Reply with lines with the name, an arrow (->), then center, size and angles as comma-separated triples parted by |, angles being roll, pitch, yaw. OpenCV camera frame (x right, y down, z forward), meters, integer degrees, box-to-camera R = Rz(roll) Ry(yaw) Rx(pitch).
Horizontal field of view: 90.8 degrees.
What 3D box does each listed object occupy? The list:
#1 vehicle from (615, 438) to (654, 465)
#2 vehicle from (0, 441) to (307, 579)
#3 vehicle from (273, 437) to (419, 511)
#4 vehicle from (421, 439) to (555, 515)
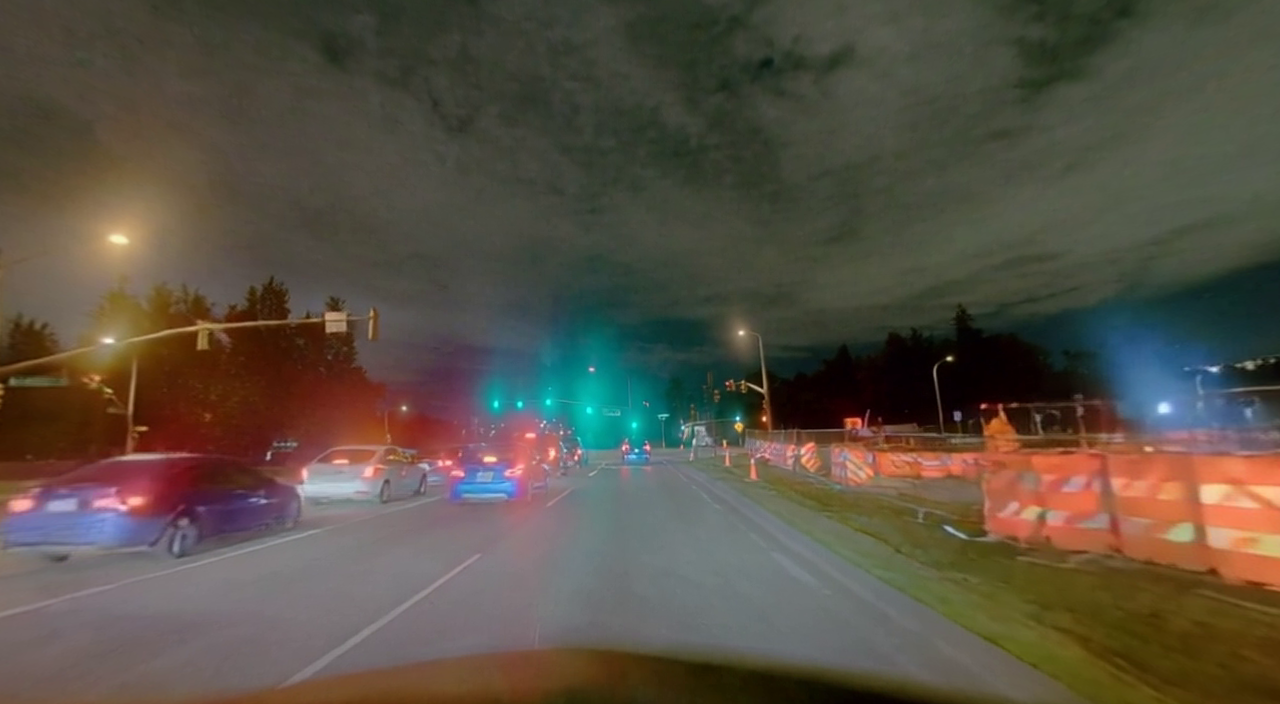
vehicle -> -0.333, 5.967, 37.809 | 2.183, 1.506, 4.286 | 0, -9, 0
vehicle -> -7.086, 2.180, 9.521 | 1.900, 1.507, 4.285 | -3, -9, -1
vehicle -> -7.944, 3.305, 17.645 | 1.949, 1.697, 4.406 | -3, -9, 0
vehicle -> -3.279, 2.783, 14.562 | 2.042, 1.441, 4.172 | -1, -9, 0
